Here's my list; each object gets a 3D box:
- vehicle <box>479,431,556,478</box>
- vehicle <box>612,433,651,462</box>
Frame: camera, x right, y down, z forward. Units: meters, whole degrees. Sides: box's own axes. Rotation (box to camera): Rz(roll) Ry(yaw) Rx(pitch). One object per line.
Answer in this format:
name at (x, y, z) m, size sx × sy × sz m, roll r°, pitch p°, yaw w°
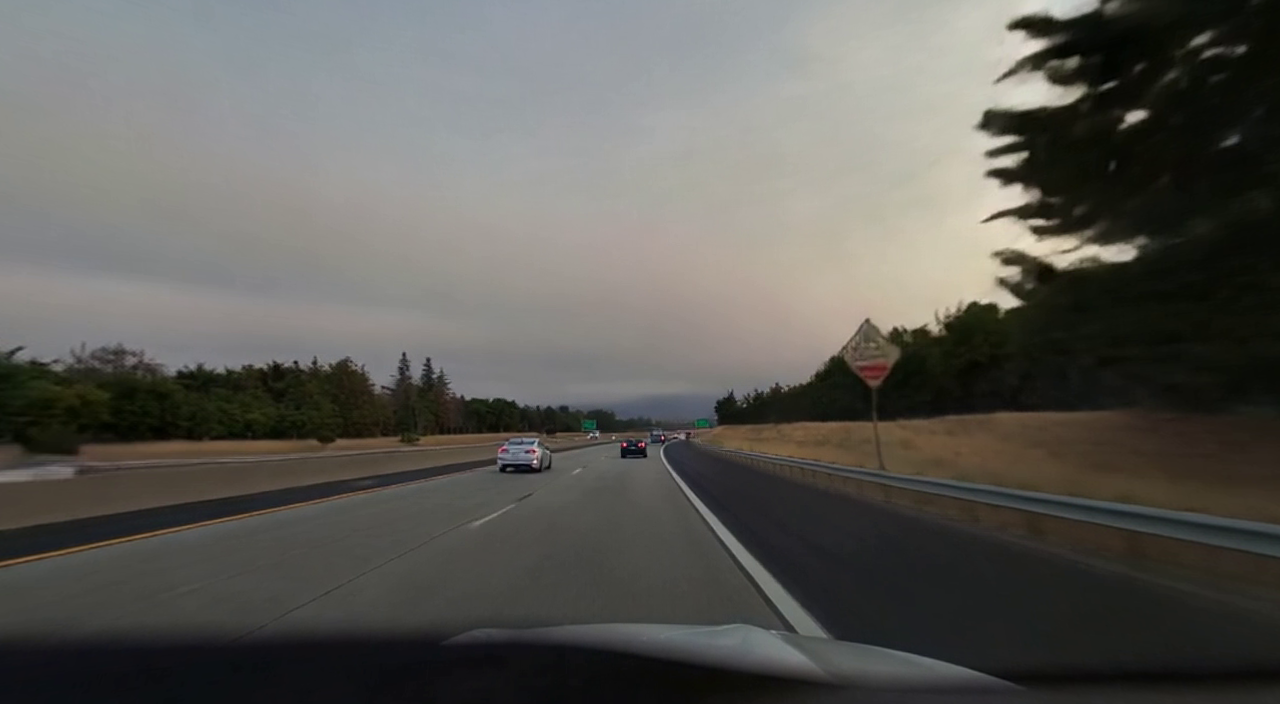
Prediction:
vehicle at (-4.674, 3.979, 24.772) m, size 2.075 × 1.653 × 4.317 m, roll -1°, pitch -8°, yaw 1°
vehicle at (-0.498, 5.661, 37.437) m, size 2.146 × 1.636 × 4.026 m, roll 0°, pitch -8°, yaw -1°
